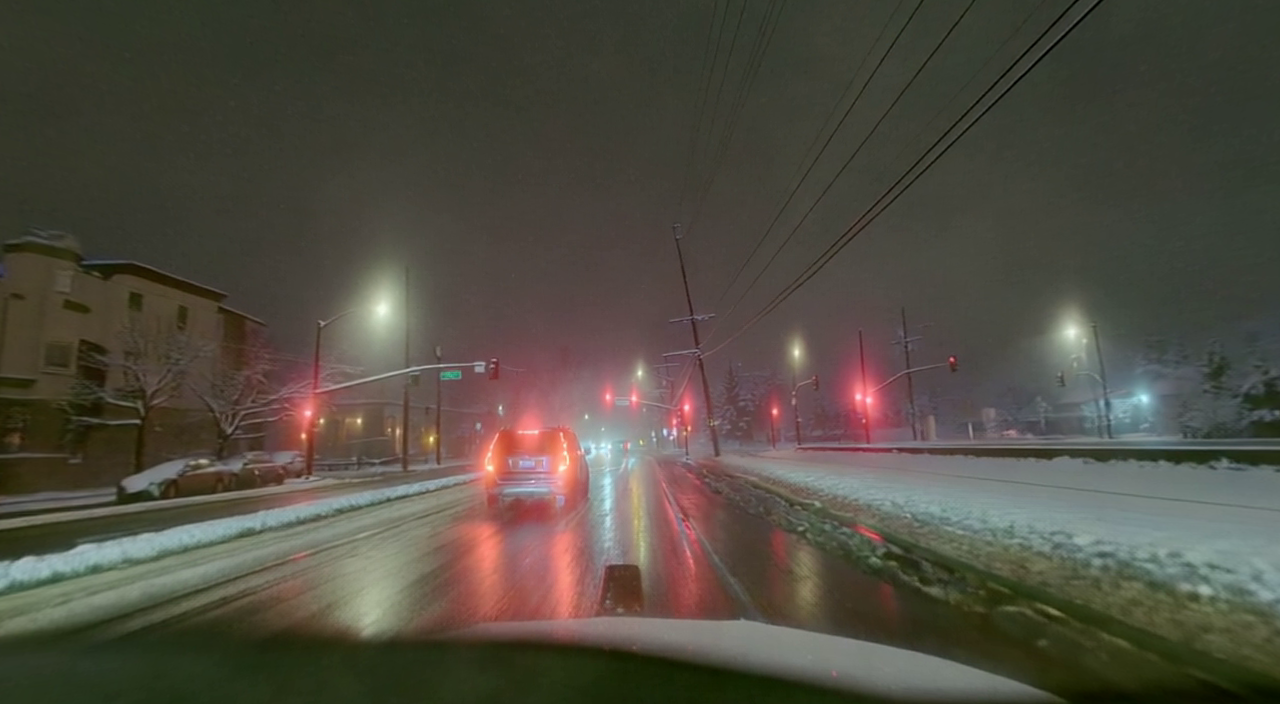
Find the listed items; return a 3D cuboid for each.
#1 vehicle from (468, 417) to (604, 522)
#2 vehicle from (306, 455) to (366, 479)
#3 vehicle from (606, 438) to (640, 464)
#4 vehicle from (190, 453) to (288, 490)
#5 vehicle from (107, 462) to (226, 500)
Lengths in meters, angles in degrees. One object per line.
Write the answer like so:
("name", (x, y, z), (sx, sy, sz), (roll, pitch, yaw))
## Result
("vehicle", (-1.881, 2.295, 12.758), (2.022, 1.757, 4.041), (0, -9, 0))
("vehicle", (-20.319, 7.702, 42.443), (1.826, 1.430, 4.426), (0, -9, -1))
("vehicle", (-1.101, 6.660, 42.536), (2.144, 1.681, 3.855), (0, -9, 0))
("vehicle", (-20.277, 6.042, 32.193), (1.989, 1.689, 4.388), (0, -9, 2))
("vehicle", (-20.332, 5.527, 27.397), (1.790, 1.415, 4.450), (0, -9, -2))
